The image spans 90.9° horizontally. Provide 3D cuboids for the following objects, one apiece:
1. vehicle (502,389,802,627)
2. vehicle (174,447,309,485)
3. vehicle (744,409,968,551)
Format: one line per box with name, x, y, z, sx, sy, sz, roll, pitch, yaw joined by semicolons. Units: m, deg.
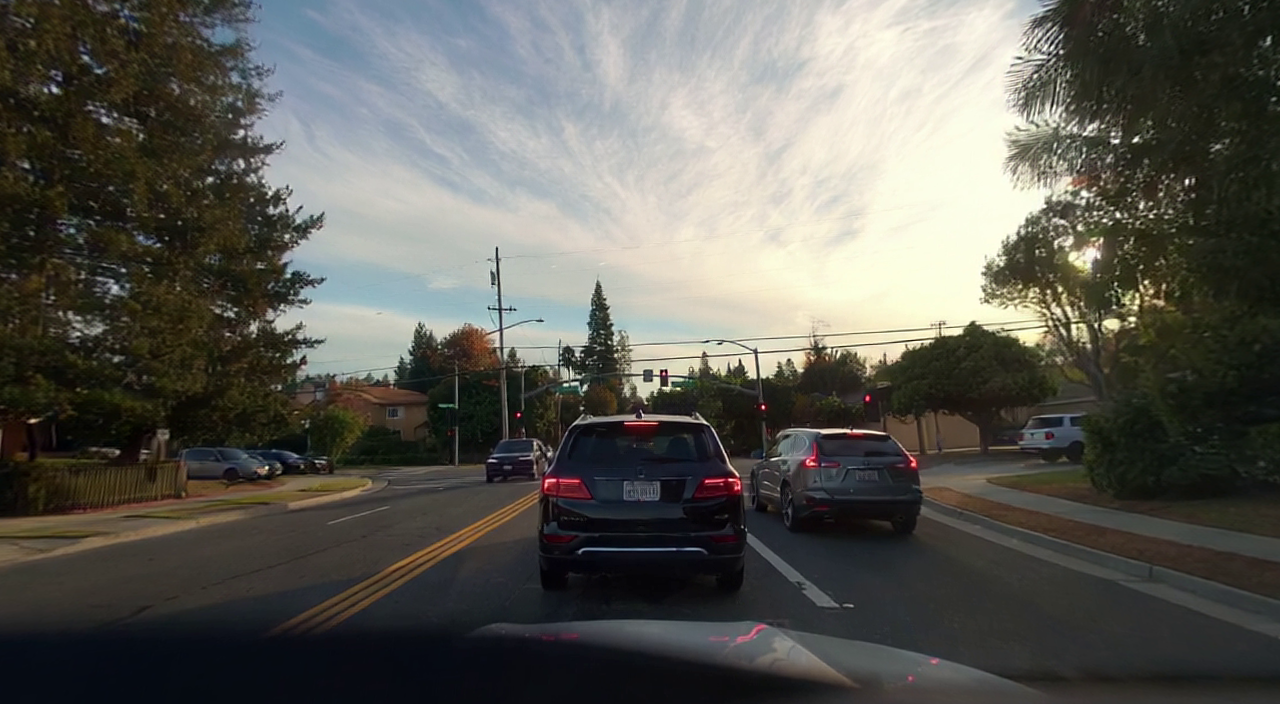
vehicle;0.059;1.421;6.662;2.151;1.695;4.100;0;-8;-1
vehicle;-16.171;4.629;25.719;4.245;1.446;1.827;0;-8;1
vehicle;3.068;1.919;10.109;1.967;1.756;4.281;0;-8;-1
